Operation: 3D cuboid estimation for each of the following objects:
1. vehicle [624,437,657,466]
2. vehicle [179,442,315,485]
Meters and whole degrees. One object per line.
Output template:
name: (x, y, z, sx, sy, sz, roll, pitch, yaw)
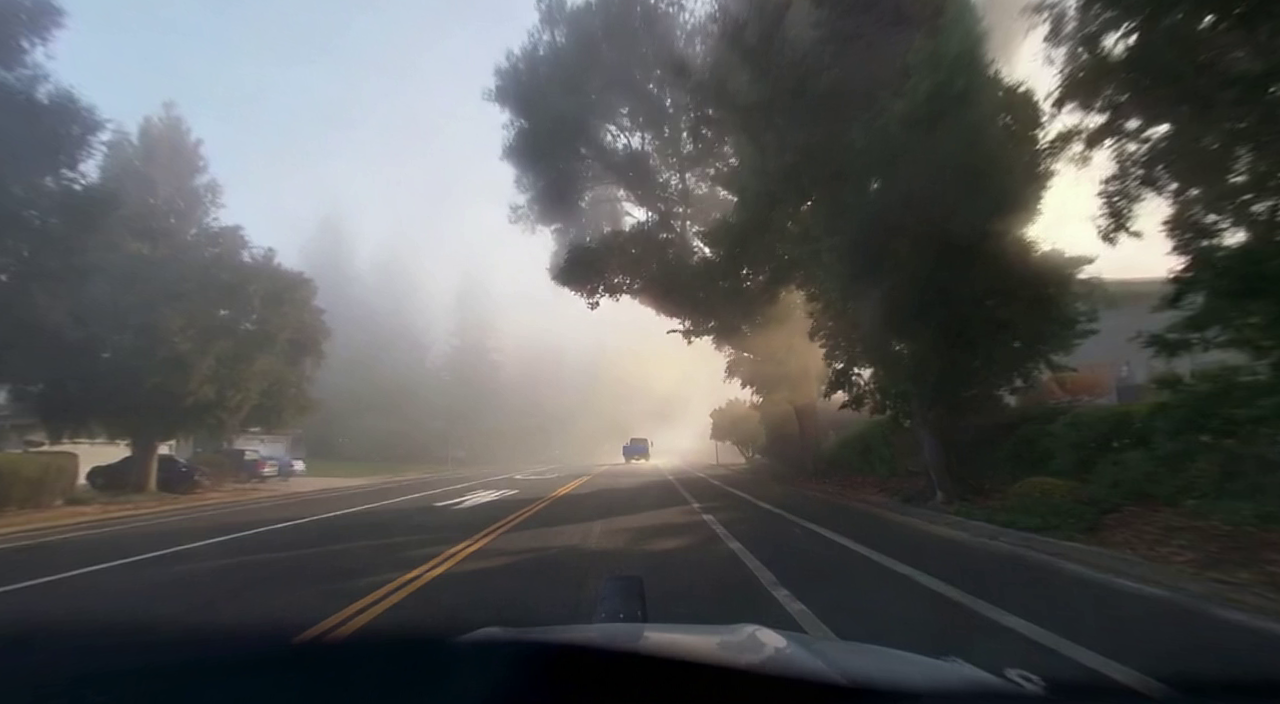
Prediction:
vehicle: (0.110, 7.125, 45.415, 2.153, 1.942, 4.767, -1, -9, 2)
vehicle: (-19.181, 5.457, 31.036, 5.209, 1.967, 2.153, 0, -8, -1)
